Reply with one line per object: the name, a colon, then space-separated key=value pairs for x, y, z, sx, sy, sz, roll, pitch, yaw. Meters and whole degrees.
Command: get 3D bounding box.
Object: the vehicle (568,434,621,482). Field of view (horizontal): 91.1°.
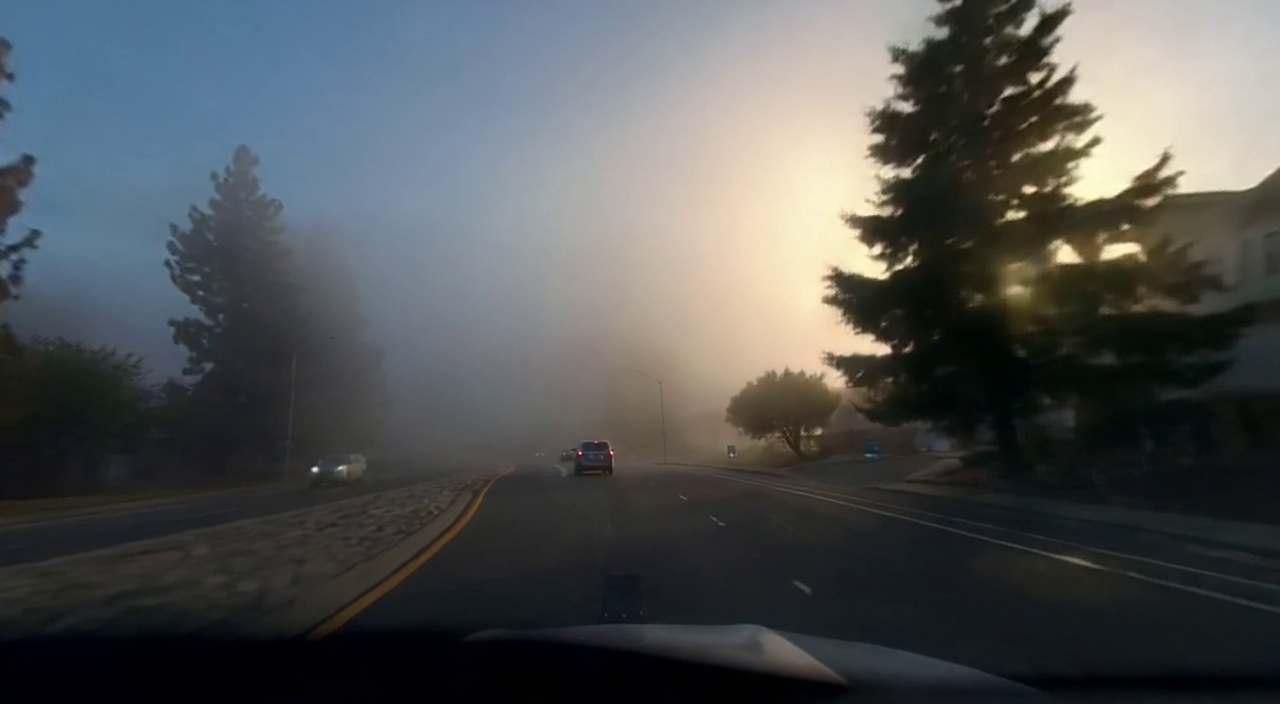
vehicle: x=-2.159 y=4.822 z=28.835 sx=2.072 sy=2.002 sz=4.391 roll=1 pitch=-9 yaw=-9
